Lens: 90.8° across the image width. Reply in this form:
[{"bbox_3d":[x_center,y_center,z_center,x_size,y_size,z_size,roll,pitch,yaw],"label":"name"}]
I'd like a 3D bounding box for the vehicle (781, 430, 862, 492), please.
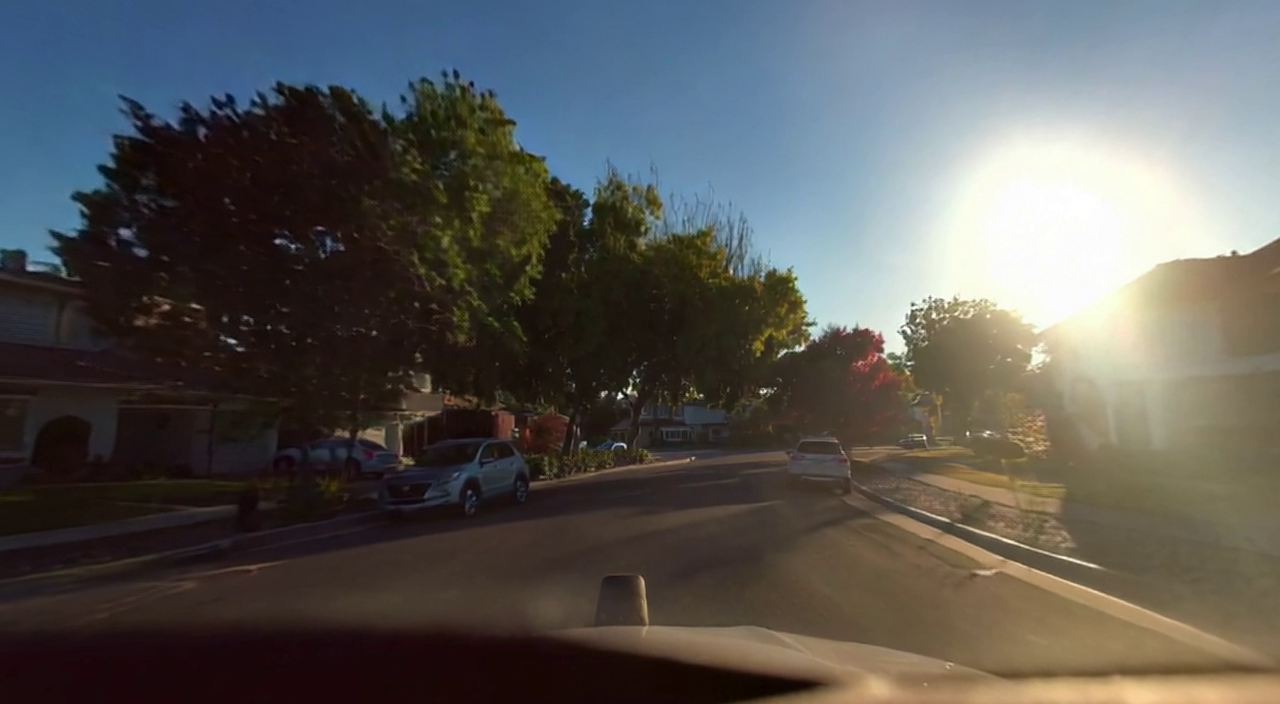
[{"bbox_3d":[5.448,3.304,19.537,2.075,1.657,4.648,-2,-9,13],"label":"vehicle"}]

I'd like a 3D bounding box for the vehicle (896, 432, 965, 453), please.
[{"bbox_3d":[22.535,7.043,49.180,4.554,1.521,1.937,-3,-9,17],"label":"vehicle"}]

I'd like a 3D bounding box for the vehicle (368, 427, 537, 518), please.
[{"bbox_3d":[-4.171,2.727,15.012,2.041,1.762,4.508,-3,-8,10],"label":"vehicle"}]
